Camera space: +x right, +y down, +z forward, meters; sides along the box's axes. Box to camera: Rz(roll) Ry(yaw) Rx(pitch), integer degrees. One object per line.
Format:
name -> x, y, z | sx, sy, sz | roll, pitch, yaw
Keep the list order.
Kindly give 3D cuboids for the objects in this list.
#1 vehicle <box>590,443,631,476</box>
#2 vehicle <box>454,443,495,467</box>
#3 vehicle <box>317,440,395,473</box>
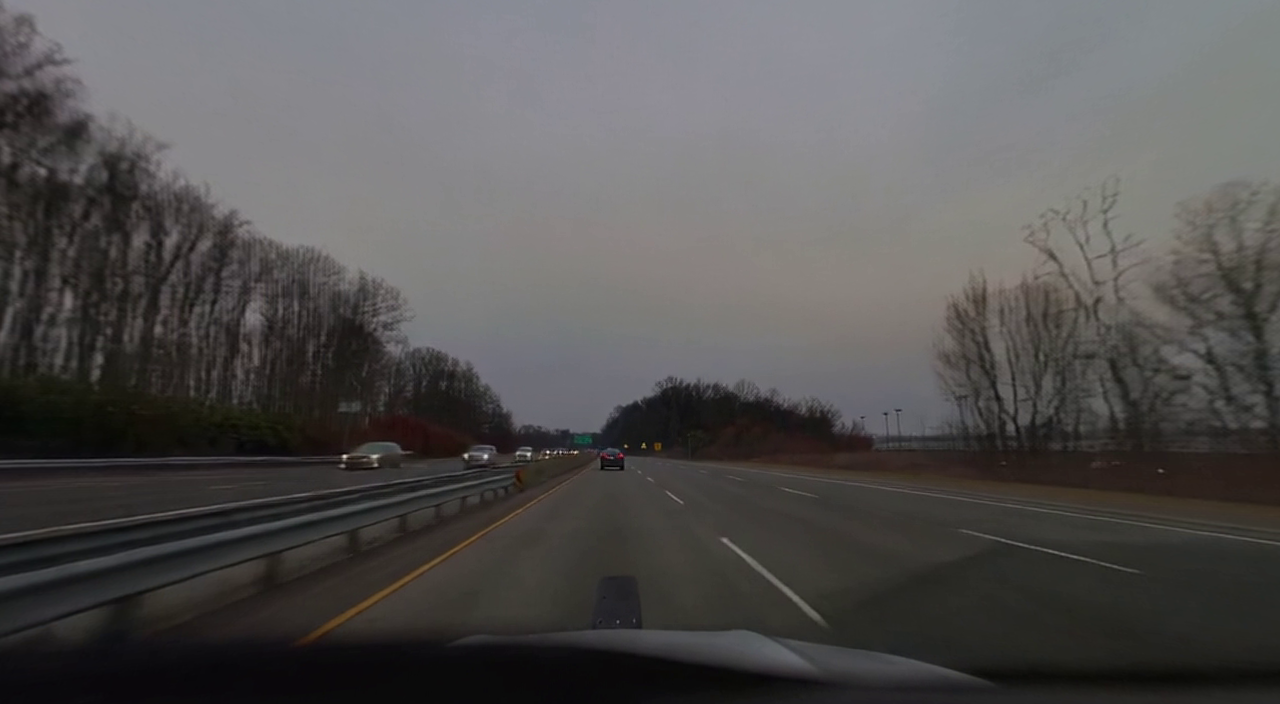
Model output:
vehicle -> -1.645, 5.981, 35.078 | 2.151, 1.693, 4.201 | 0, -9, -3
vehicle -> -10.939, 6.823, 41.708 | 1.815, 1.491, 3.784 | 0, -9, -2
vehicle -> -14.601, 5.391, 32.522 | 2.115, 1.534, 4.350 | 0, -9, -2
